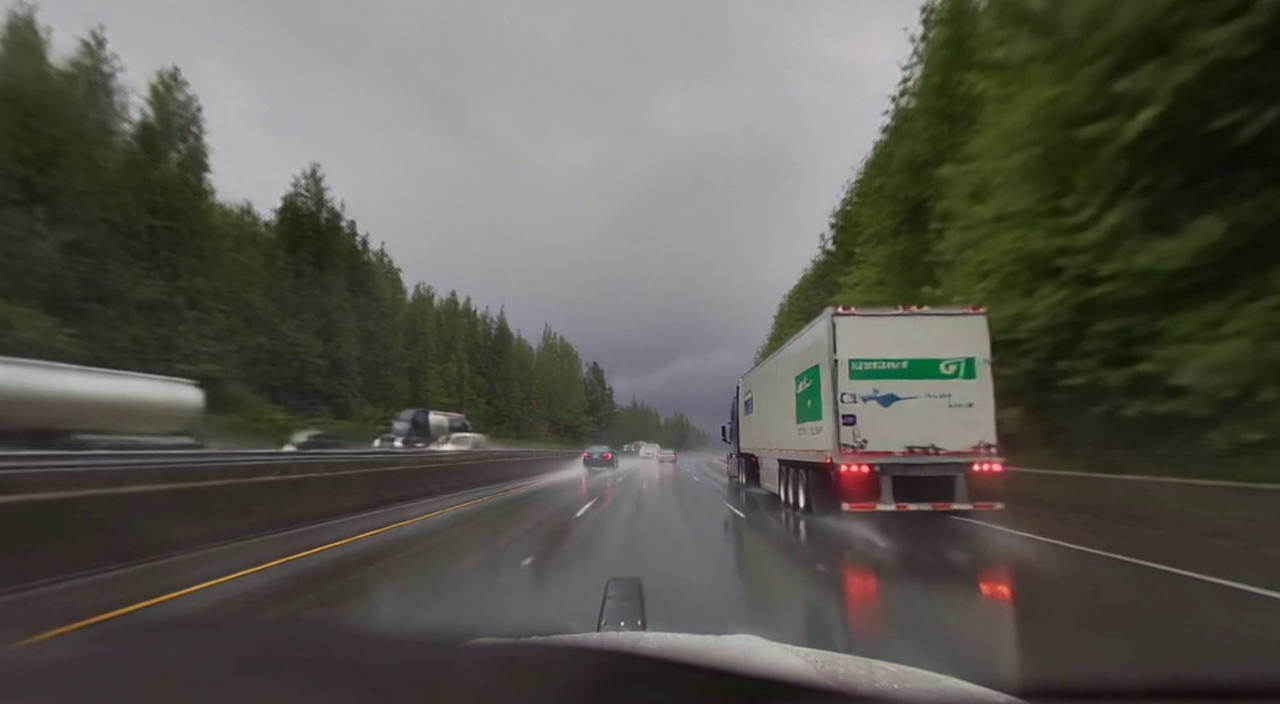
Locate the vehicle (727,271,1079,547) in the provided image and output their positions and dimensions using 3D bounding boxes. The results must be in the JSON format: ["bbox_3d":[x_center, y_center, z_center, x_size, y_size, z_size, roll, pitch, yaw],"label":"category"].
[{"bbox_3d":[4.690,1.831,16.034,3.057,3.993,13.914,0,-9,0],"label":"vehicle"}]

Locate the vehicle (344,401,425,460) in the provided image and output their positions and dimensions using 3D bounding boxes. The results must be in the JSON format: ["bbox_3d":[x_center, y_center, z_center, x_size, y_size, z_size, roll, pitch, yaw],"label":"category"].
[{"bbox_3d":[-18.398,5.786,45.895,2.971,4.003,6.027,0,-8,3],"label":"vehicle"}]

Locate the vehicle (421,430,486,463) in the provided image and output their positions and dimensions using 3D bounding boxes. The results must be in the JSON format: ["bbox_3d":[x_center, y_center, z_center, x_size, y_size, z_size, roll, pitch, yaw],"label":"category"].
[{"bbox_3d":[-10.936,5.613,37.269,2.114,1.777,4.794,0,-9,3],"label":"vehicle"}]

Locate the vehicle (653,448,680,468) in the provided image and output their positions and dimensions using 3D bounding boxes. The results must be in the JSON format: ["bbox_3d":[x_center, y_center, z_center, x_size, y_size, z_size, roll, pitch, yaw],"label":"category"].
[{"bbox_3d":[2.105,8.338,49.681,1.990,1.537,3.725,0,-9,3],"label":"vehicle"}]

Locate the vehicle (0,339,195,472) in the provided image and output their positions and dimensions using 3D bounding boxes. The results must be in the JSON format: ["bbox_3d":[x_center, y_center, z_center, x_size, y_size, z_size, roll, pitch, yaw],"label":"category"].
[{"bbox_3d":[-19.945,1.802,20.098,2.805,3.811,11.459,0,-8,1],"label":"vehicle"}]

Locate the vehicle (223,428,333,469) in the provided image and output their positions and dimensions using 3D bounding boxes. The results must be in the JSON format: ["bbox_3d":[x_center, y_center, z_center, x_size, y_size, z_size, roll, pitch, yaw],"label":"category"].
[{"bbox_3d":[-15.509,4.176,27.320,2.037,1.612,4.337,0,-9,2],"label":"vehicle"}]

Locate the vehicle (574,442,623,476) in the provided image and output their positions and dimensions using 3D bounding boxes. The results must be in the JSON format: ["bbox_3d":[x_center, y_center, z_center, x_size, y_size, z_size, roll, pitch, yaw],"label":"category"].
[{"bbox_3d":[-2.191,5.864,34.703,2.205,1.728,4.397,0,-9,3],"label":"vehicle"}]
